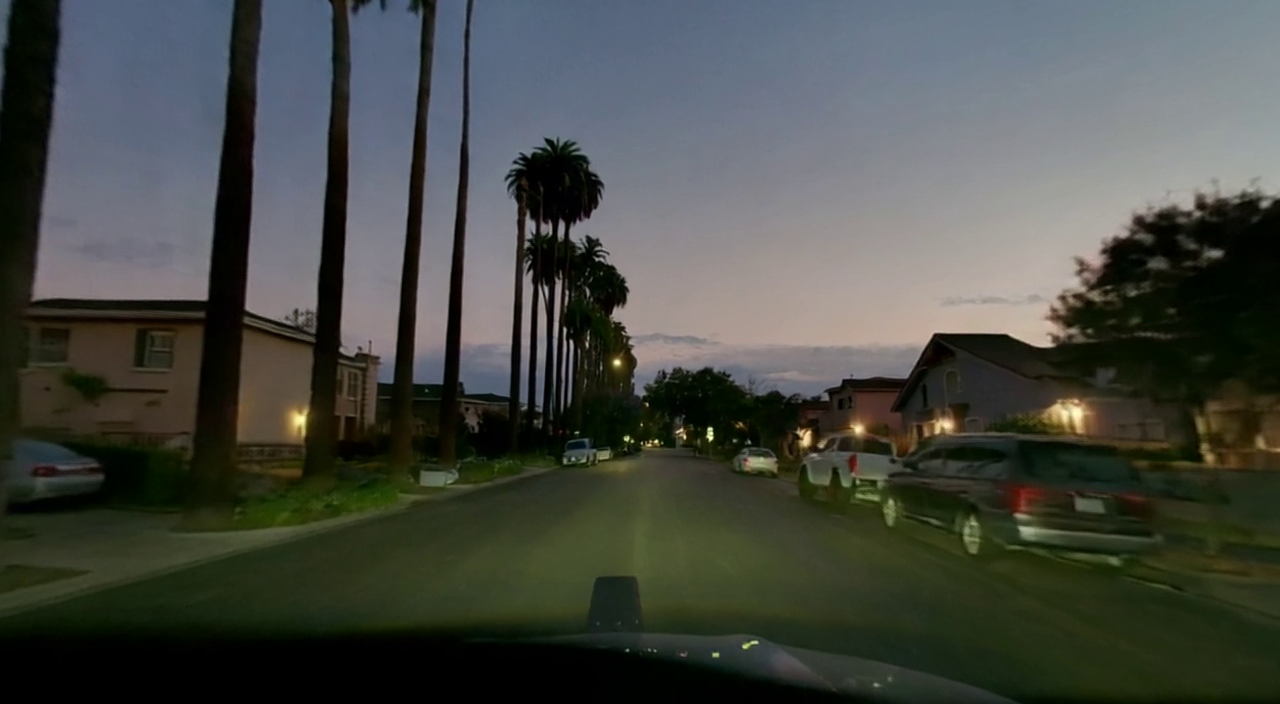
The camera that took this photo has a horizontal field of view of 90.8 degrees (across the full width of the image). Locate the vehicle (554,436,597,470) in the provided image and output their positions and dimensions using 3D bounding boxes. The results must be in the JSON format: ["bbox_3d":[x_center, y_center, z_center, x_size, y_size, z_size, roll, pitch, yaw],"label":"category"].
[{"bbox_3d":[-3.867,6.155,38.621,2.149,1.877,5.082,-2,-9,-1],"label":"vehicle"}]

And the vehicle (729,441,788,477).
[{"bbox_3d":[5.465,5.001,29.746,2.056,1.464,4.493,2,-8,2],"label":"vehicle"}]

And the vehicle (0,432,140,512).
[{"bbox_3d":[-13.725,2.497,13.447,4.638,1.536,1.863,-1,-9,4],"label":"vehicle"}]

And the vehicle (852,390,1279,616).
[{"bbox_3d":[4.566,1.665,8.053,2.166,1.766,5.186,4,-8,3],"label":"vehicle"}]
